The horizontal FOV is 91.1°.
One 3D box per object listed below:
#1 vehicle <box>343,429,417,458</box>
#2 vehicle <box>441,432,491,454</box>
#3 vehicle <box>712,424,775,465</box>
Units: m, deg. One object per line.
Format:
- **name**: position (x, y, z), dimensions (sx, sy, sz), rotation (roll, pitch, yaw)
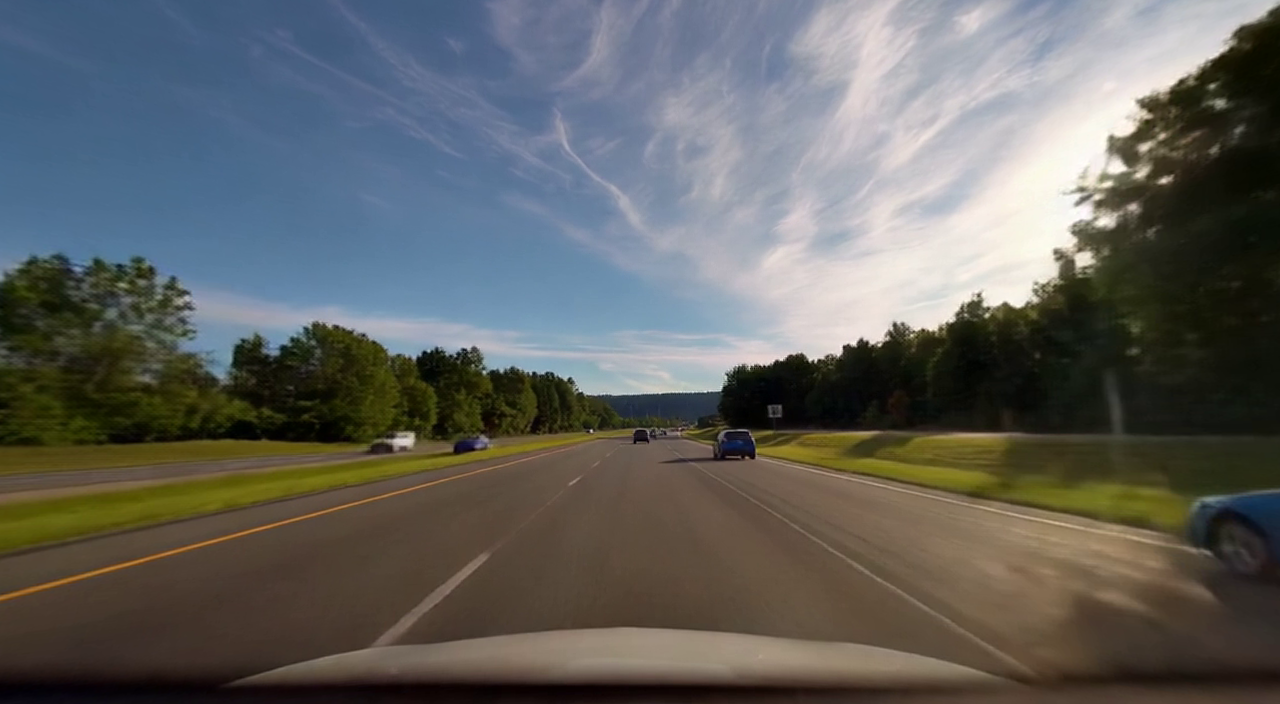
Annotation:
- **vehicle**: position (-14.360, 5.090, 35.076), dimensions (2.089, 1.504, 4.578), rotation (0, -8, 1)
- **vehicle**: position (-10.461, 5.514, 38.081), dimensions (1.778, 1.254, 4.301), rotation (0, -8, 1)
- **vehicle**: position (4.057, 3.697, 25.232), dimensions (1.765, 1.510, 3.762), rotation (0, -8, -2)
